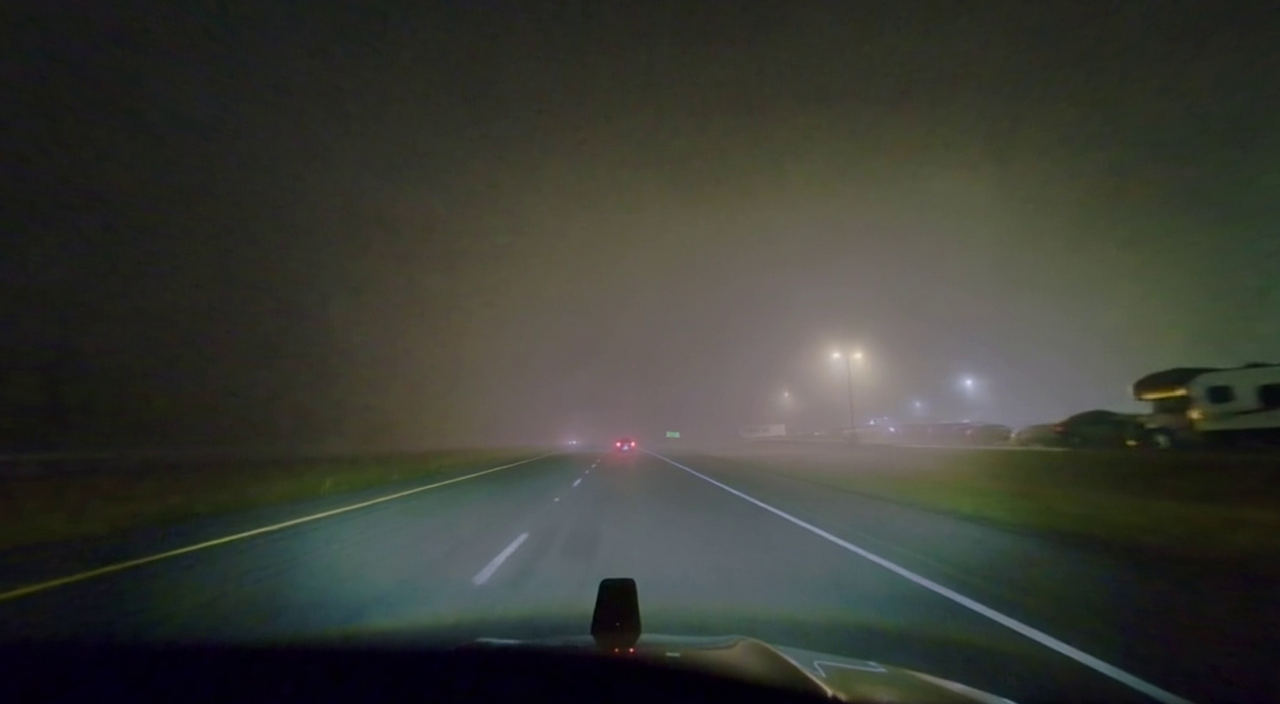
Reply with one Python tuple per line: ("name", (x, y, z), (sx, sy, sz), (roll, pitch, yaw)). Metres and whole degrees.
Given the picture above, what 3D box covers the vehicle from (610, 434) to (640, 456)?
("vehicle", (-1.113, 6.567, 44.687), (2.037, 1.504, 4.248), (0, -8, -2))
